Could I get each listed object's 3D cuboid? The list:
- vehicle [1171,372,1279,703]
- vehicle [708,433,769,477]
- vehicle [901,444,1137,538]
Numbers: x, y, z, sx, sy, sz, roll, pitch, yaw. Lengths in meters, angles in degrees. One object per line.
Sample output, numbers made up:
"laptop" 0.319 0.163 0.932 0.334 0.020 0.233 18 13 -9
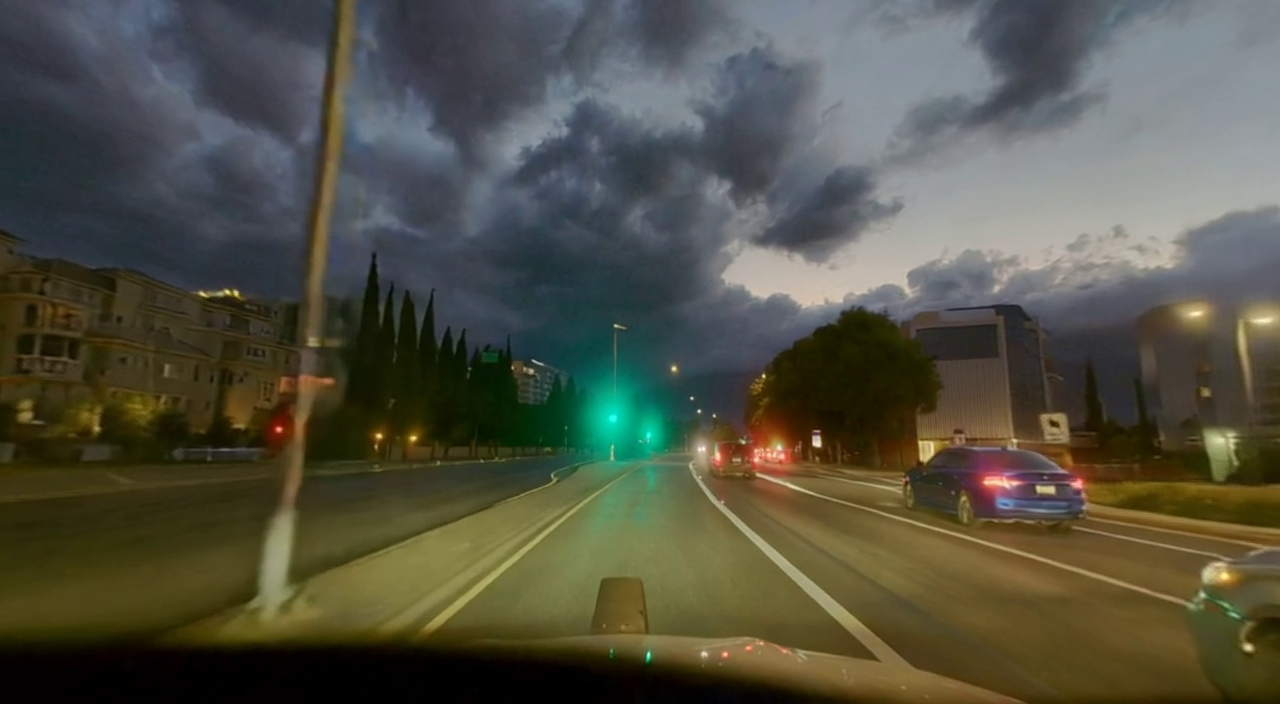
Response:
"vehicle" 3.321 0.668 0.733 1.901 1.634 3.952 0 -8 0
"vehicle" 4.452 4.737 29.243 2.154 1.844 4.634 0 -8 2
"vehicle" 7.177 2.620 12.654 1.899 1.496 4.559 0 -8 0
